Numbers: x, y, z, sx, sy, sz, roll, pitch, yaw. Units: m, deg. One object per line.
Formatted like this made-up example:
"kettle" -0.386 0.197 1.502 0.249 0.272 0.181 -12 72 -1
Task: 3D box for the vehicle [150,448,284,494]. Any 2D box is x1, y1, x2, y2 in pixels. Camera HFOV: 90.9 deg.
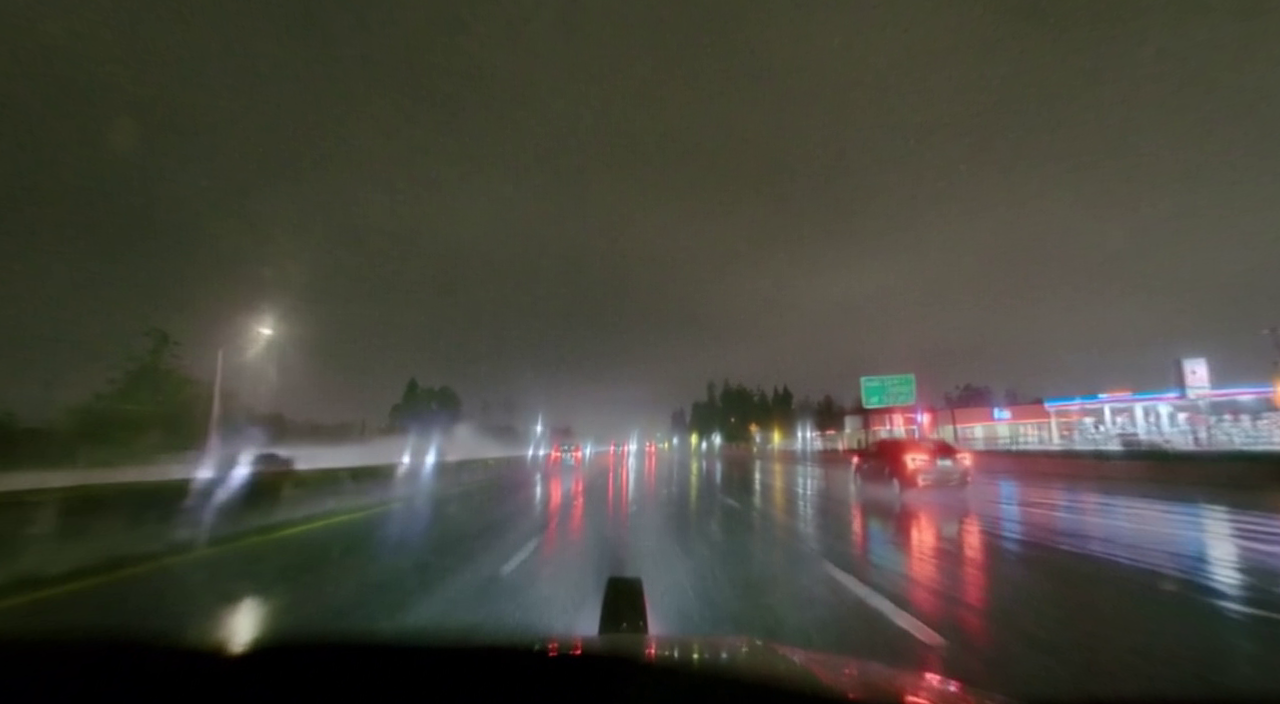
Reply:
"vehicle" -17.914 5.005 27.111 1.982 1.745 5.335 -1 -9 1

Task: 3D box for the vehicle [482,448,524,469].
"vehicle" -10.132 7.889 47.017 2.045 1.466 4.316 -1 -9 2

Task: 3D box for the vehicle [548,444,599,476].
"vehicle" -3.384 5.580 32.869 2.114 1.510 4.186 -1 -9 1

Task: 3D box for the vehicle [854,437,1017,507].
"vehicle" 7.192 2.949 16.044 1.909 1.467 4.940 -1 -9 2

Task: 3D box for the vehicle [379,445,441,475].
"vehicle" -14.245 6.691 39.406 2.034 1.693 4.838 -1 -9 1
